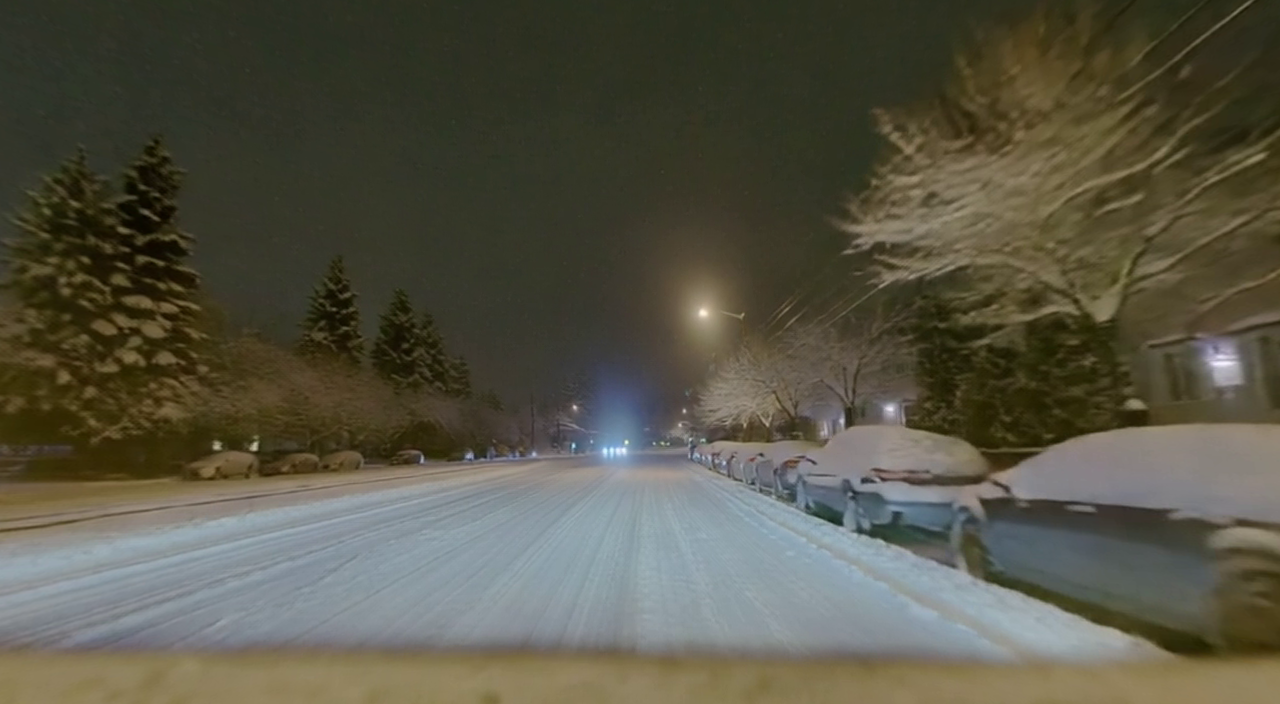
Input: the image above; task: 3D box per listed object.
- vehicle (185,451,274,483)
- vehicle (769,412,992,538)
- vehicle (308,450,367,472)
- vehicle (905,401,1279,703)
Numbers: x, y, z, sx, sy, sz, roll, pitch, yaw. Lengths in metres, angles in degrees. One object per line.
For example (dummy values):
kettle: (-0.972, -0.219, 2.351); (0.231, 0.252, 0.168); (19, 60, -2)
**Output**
vehicle: (-23.401, 6.552, 36.242); (1.967, 1.467, 4.769); (-2, -7, 0)
vehicle: (4.137, 2.239, 12.175); (2.057, 1.846, 5.475); (0, -9, -1)
vehicle: (-22.792, 8.221, 47.783); (1.915, 1.492, 4.565); (-1, -9, 5)
vehicle: (4.017, 1.204, 4.454); (2.039, 1.499, 4.888); (0, -8, -2)
